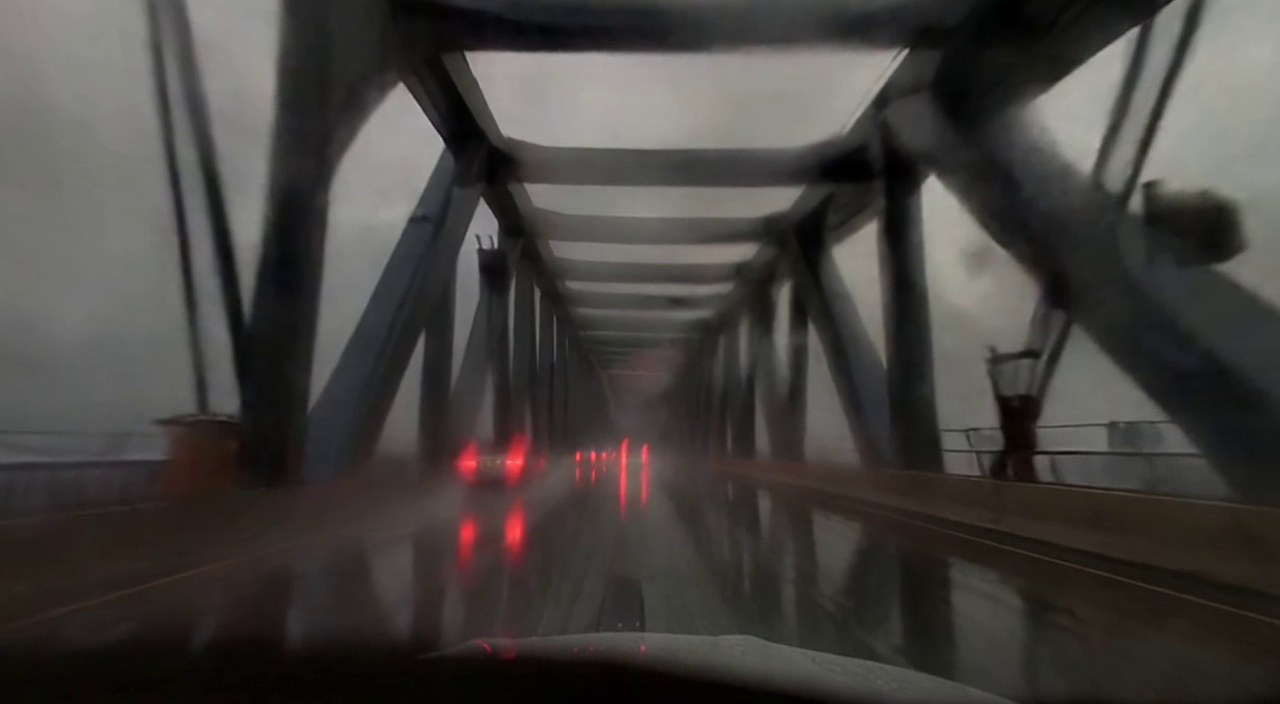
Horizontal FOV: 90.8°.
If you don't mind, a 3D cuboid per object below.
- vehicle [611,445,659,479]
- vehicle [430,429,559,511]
[{"bbox_3d":[-0.254,5.060,29.248,2.048,1.450,3.973,-1,-9,-1],"label":"vehicle"},{"bbox_3d":[-3.584,3.019,16.607,2.190,1.807,4.741,-1,-9,1],"label":"vehicle"}]
